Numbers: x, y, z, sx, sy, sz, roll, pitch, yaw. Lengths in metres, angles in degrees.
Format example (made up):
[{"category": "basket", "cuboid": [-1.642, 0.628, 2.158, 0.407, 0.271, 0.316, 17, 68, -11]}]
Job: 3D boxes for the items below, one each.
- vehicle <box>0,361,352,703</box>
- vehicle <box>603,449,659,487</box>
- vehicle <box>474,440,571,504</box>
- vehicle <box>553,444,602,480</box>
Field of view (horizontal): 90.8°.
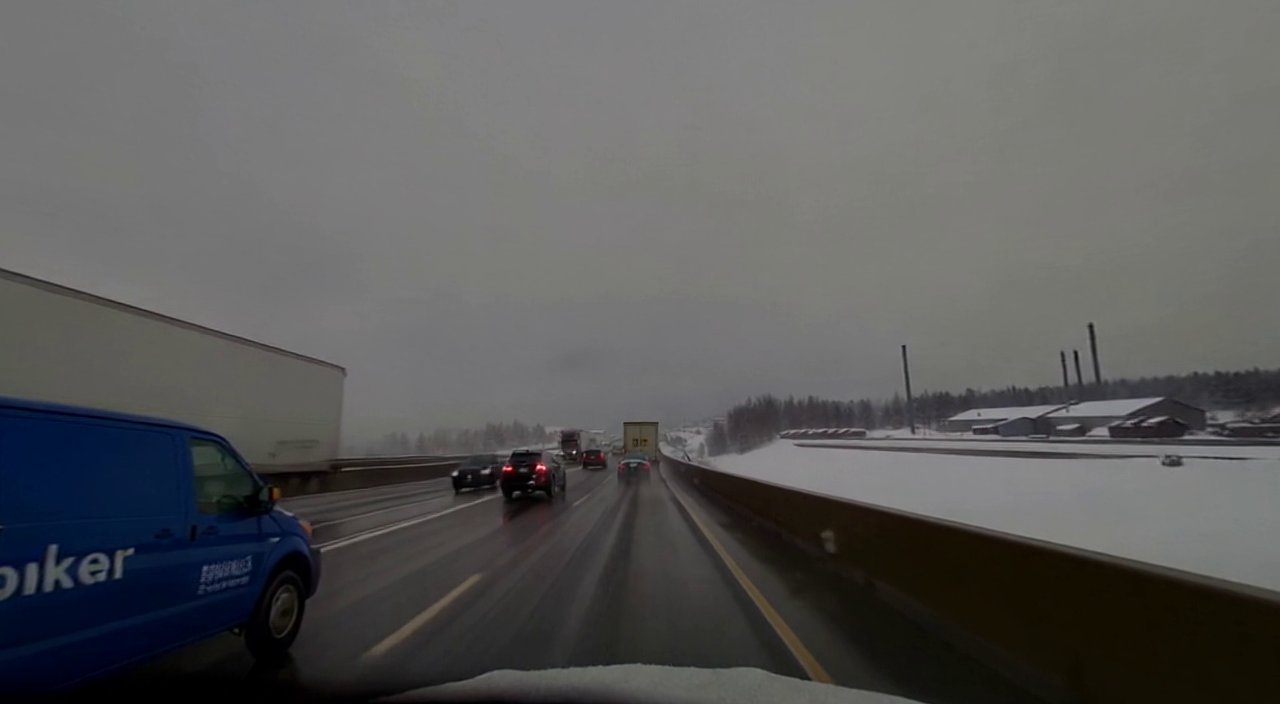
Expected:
[{"category": "vehicle", "cuboid": [-3.314, 0.948, 2.583, 2.117, 1.688, 4.582, 0, -9, 0]}, {"category": "vehicle", "cuboid": [-0.331, 4.635, 25.554, 2.095, 1.393, 3.908, 0, -9, 0]}, {"category": "vehicle", "cuboid": [-3.204, 3.349, 18.086, 1.937, 1.600, 4.141, -1, -9, 1]}, {"category": "vehicle", "cuboid": [-3.099, 5.550, 32.031, 1.994, 1.663, 4.047, -1, -9, 1]}]
